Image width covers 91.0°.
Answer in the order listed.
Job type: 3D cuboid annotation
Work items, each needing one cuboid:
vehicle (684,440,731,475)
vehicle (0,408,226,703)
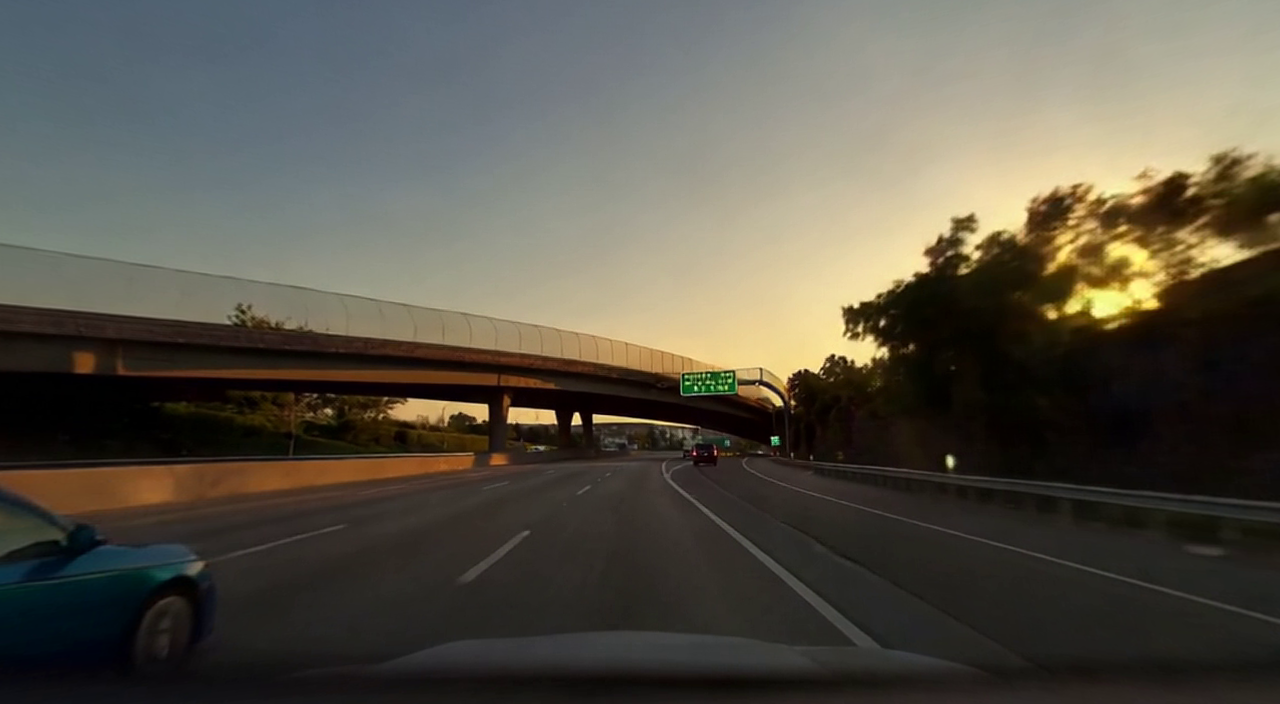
[{"bbox_3d":[3.772,5.985,35.794,2.225,1.833,4.340,0,-9,1],"label":"vehicle"},{"bbox_3d":[-3.505,0.840,1.567,1.937,1.490,4.372,0,-9,0],"label":"vehicle"}]
